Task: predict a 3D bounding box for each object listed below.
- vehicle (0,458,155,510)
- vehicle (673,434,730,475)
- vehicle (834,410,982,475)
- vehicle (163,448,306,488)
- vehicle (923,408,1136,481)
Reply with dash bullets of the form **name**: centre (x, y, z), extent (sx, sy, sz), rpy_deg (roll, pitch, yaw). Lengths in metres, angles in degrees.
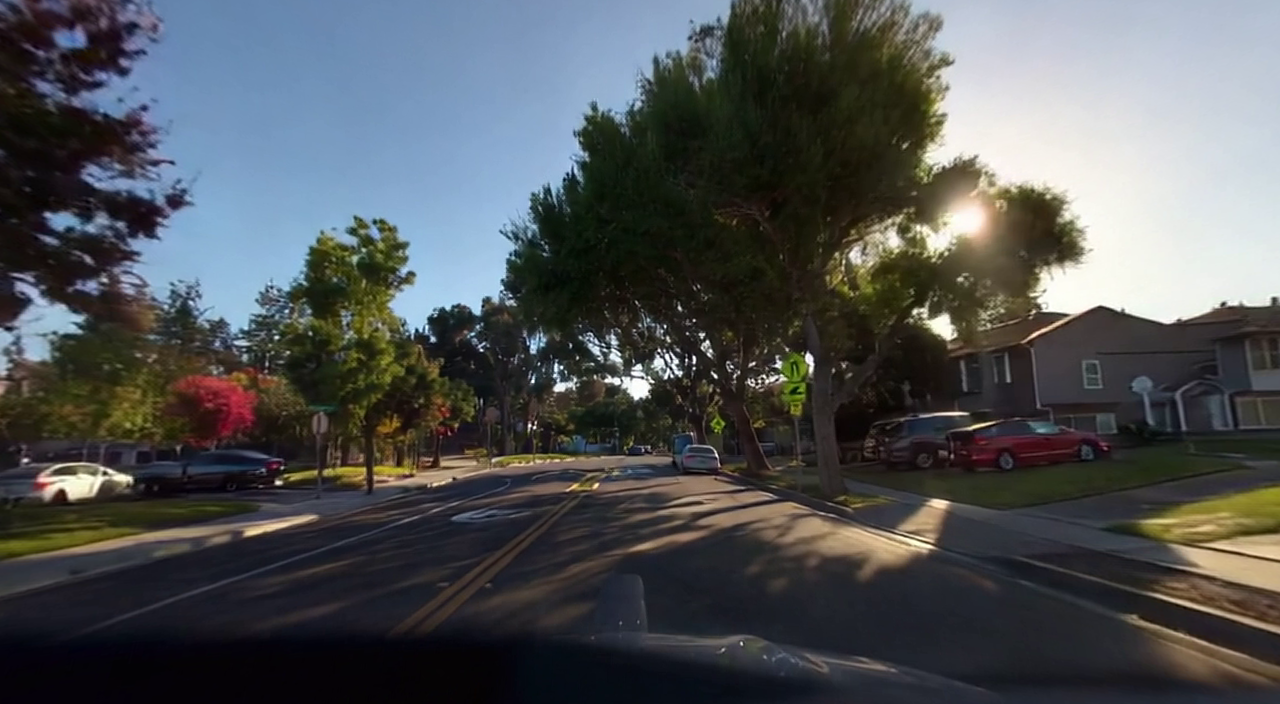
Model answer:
- **vehicle**: centre (-18.960, 4.233, 20.571), extent (4.691, 1.483, 1.955), rpy_deg (8, -12, -44)
- **vehicle**: centre (3.010, 5.192, 32.180), extent (2.221, 1.892, 5.555), rpy_deg (0, -9, -1)
- **vehicle**: centre (10.297, 3.516, 24.570), extent (4.653, 1.979, 1.998), rpy_deg (-6, -9, 0)
- **vehicle**: centre (-19.637, 5.564, 30.825), extent (2.059, 1.746, 5.388), rpy_deg (-8, -12, 42)
- **vehicle**: centre (11.070, 2.692, 18.256), extent (4.750, 1.658, 1.902), rpy_deg (-4, -10, 1)
